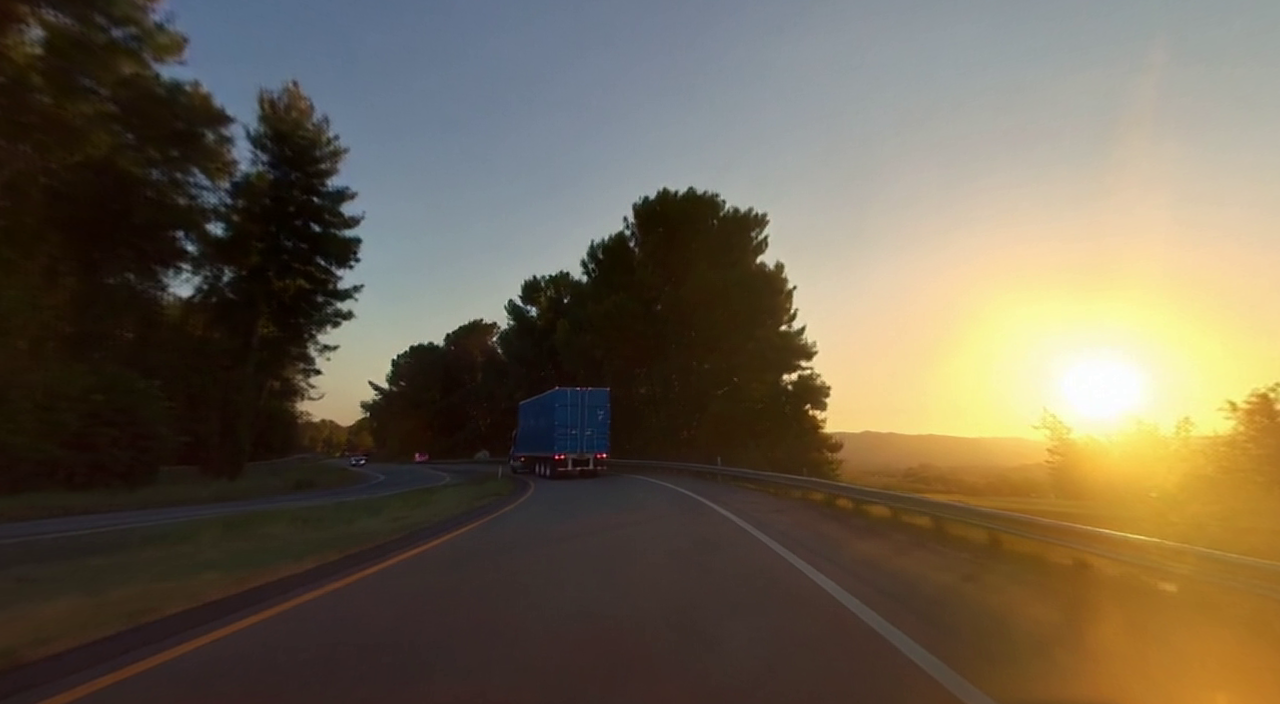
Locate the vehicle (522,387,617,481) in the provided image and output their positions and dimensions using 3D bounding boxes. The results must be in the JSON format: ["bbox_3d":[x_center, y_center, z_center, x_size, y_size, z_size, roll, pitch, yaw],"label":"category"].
[{"bbox_3d":[-4.440,4.551,35.319,3.087,4.178,13.682,0,-7,-16],"label":"vehicle"}]
